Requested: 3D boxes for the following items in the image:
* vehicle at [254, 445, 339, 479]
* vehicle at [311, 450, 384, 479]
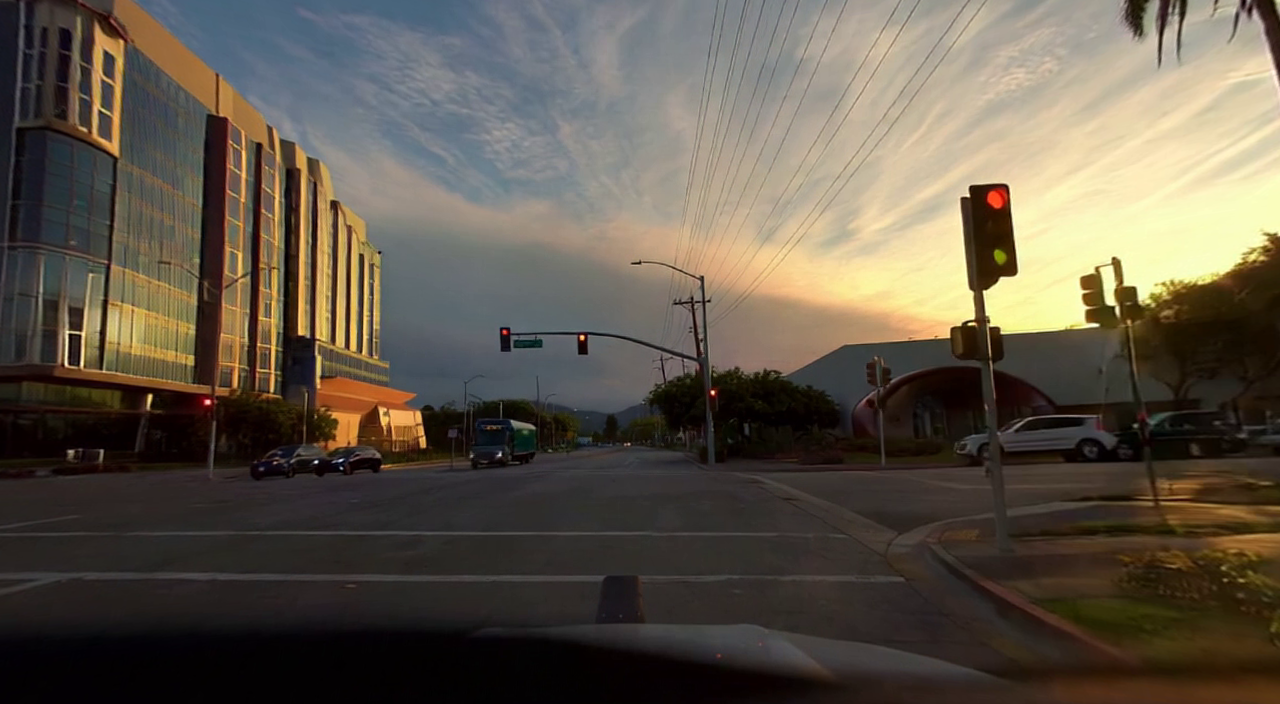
[{"bbox_3d":[-19.080,6.109,35.250,2.017,1.739,4.569,0,-9,1],"label":"vehicle"},{"bbox_3d":[-15.360,5.917,33.335,1.875,1.389,3.784,0,-9,3],"label":"vehicle"}]
